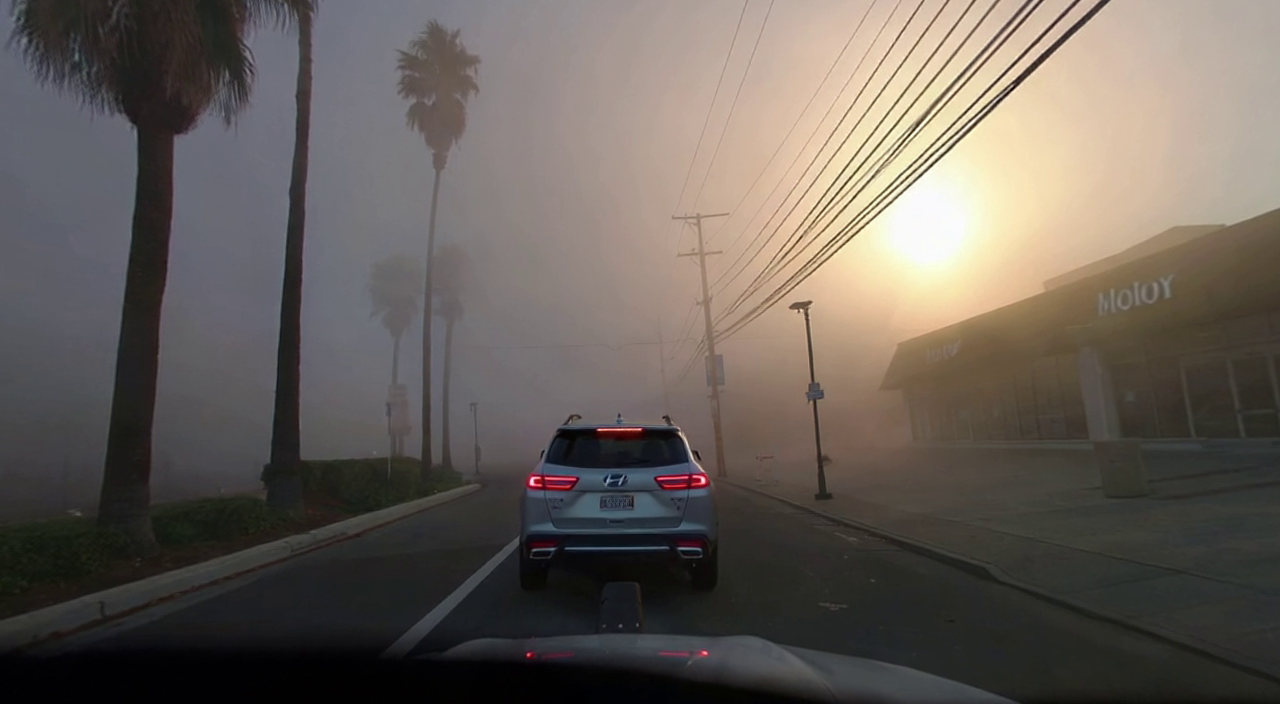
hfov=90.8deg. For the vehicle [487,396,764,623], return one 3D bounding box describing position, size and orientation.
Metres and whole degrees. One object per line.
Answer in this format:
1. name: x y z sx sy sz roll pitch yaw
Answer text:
1. vehicle: -0.195 1.470 6.778 2.105 1.702 3.750 0 -8 -3
